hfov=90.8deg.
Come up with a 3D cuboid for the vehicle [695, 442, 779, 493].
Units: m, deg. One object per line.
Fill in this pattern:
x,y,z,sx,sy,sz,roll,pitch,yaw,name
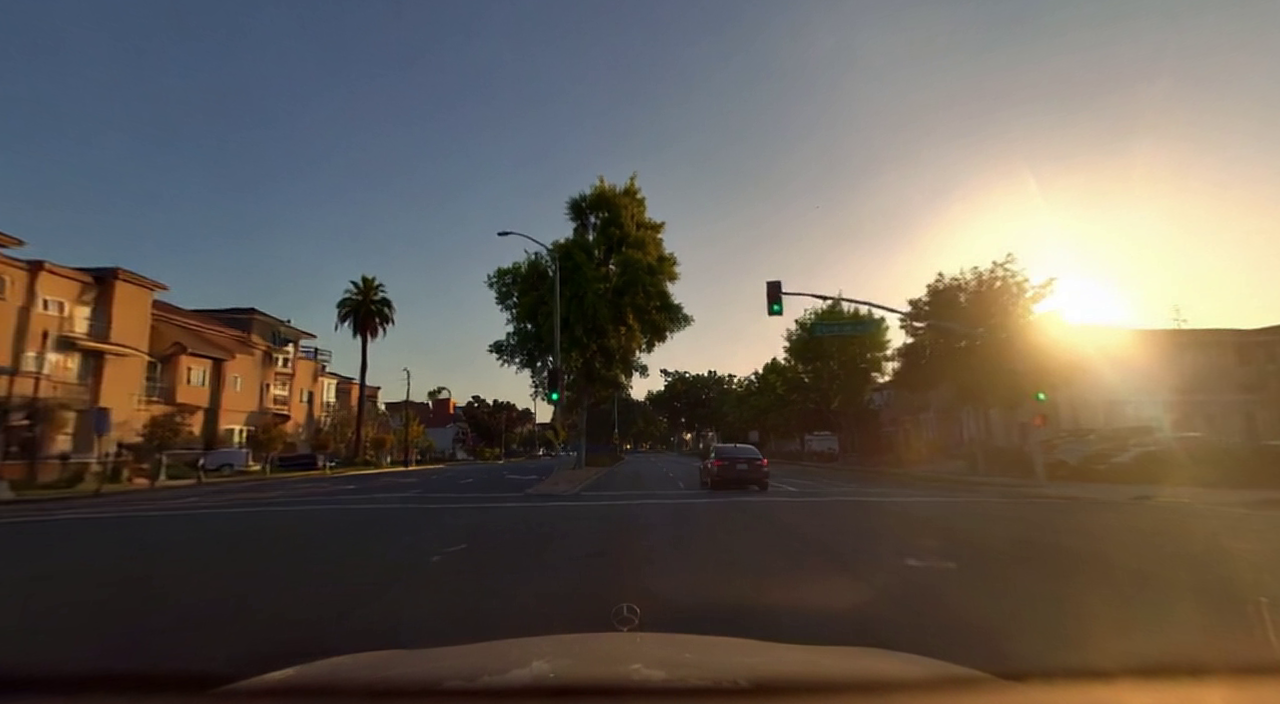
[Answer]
3.026,3.695,20.608,1.964,1.448,4.295,0,-9,-1,vehicle
